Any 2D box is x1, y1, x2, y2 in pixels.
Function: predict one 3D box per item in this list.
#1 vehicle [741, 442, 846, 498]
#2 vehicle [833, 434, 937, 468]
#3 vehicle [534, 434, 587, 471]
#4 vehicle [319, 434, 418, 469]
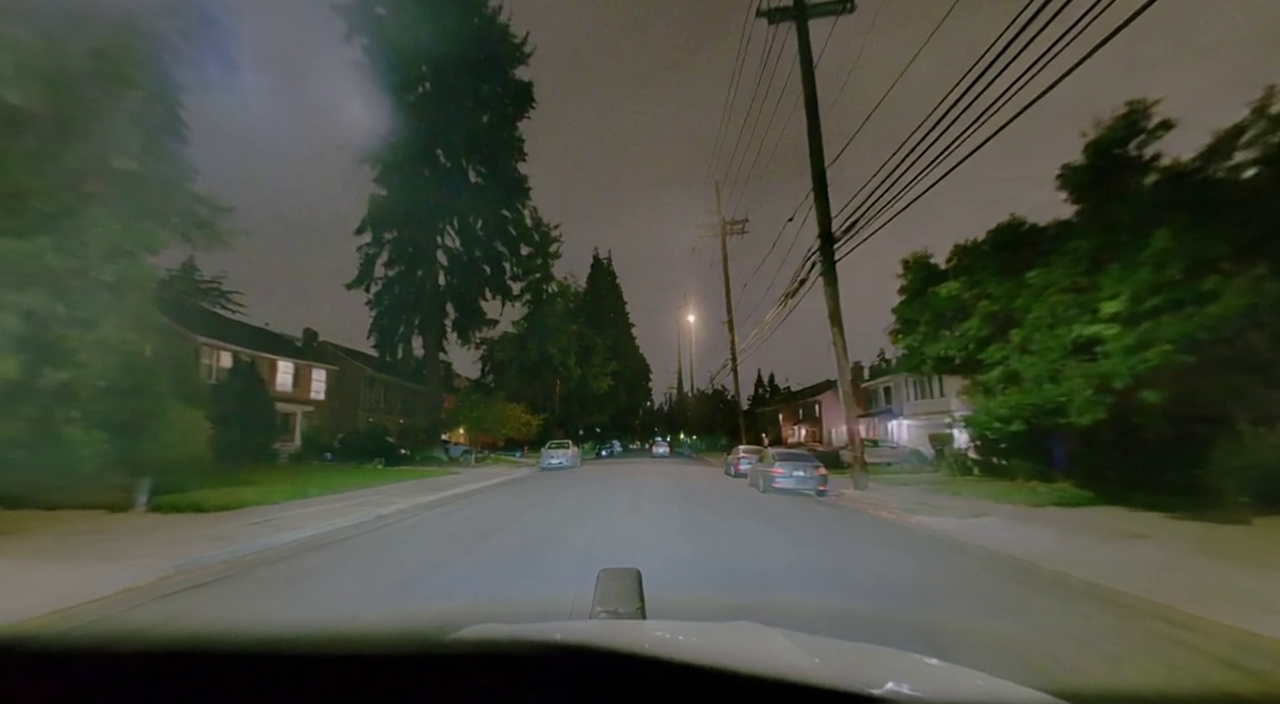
[{"bbox_3d":[4.425,3.452,18.964,2.031,1.471,4.328,0,-8,0],"label":"vehicle"},{"bbox_3d":[12.636,5.129,32.807,4.583,1.709,1.977,-1,-8,5],"label":"vehicle"},{"bbox_3d":[-4.217,5.400,34.511,2.164,1.810,5.044,1,-7,1],"label":"vehicle"},{"bbox_3d":[-13.910,5.053,32.305,4.702,1.675,1.984,-4,-9,26],"label":"vehicle"}]
